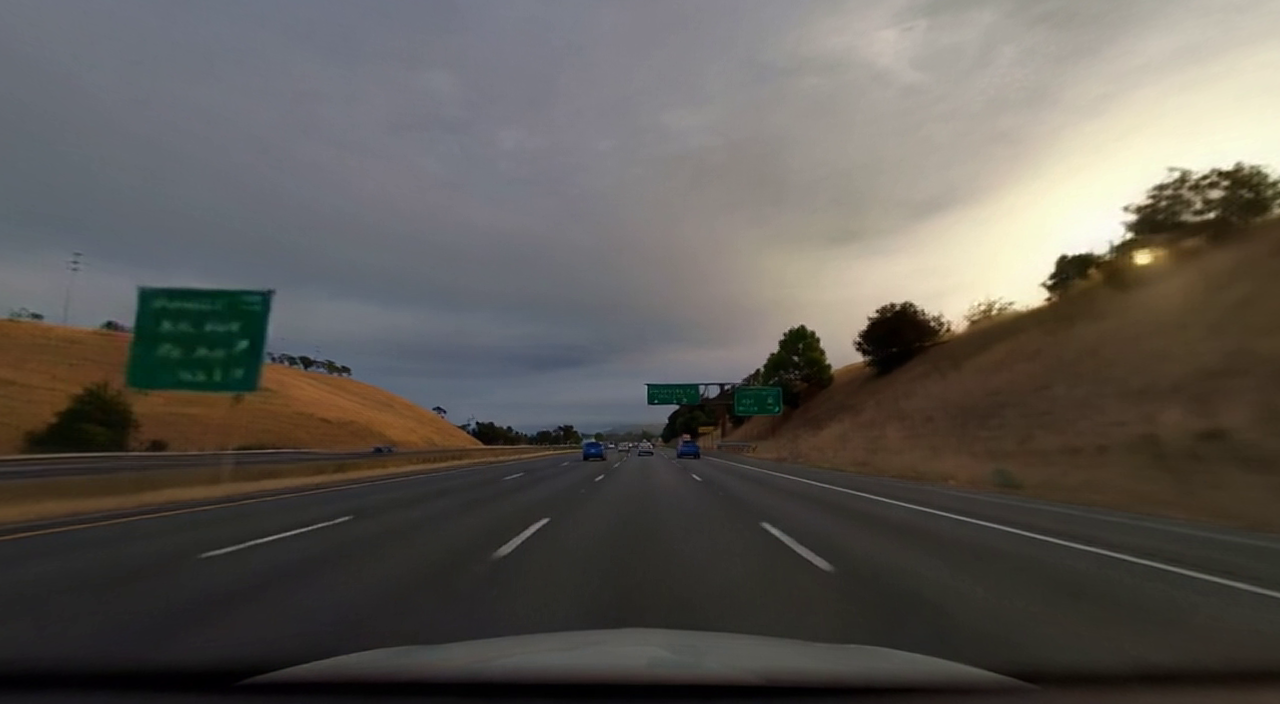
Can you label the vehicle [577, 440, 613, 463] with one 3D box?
[{"bbox_3d":[-3.215,7.191,45.592,2.159,1.562,4.441,0,-8,1],"label":"vehicle"}]
